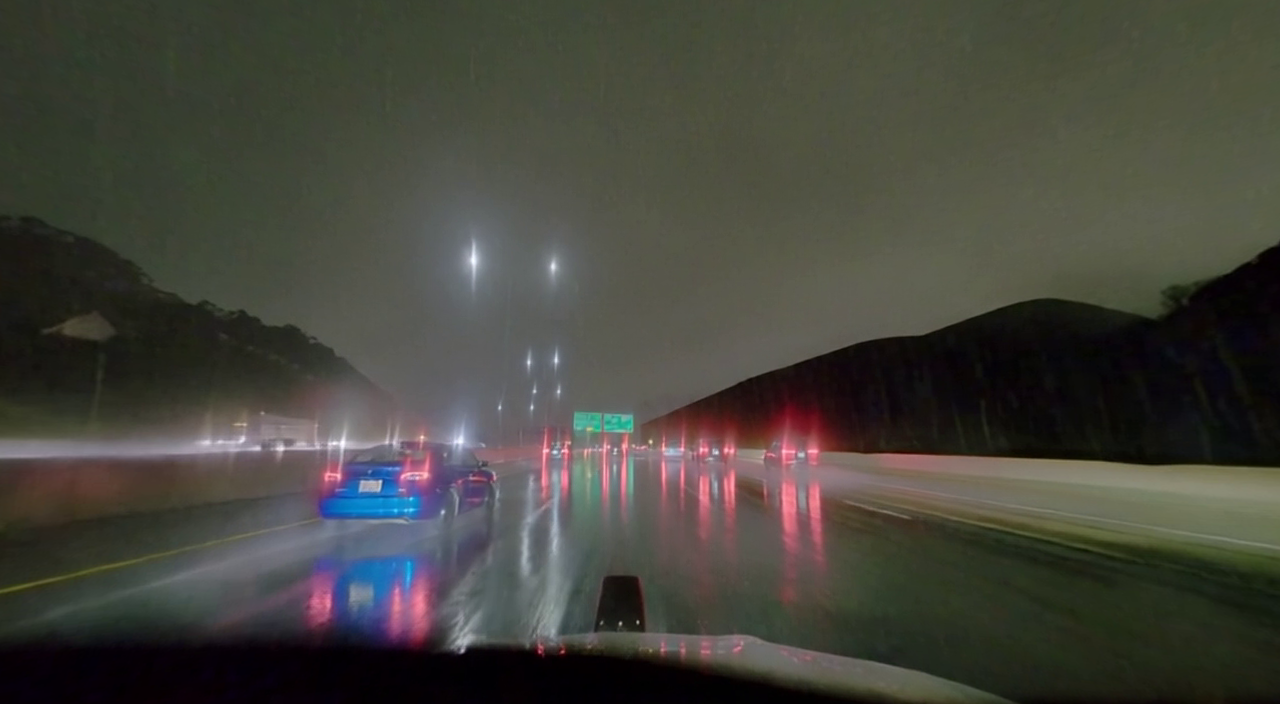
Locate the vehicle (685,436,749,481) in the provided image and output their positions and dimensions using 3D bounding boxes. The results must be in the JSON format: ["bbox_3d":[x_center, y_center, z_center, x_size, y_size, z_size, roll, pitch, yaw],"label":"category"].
[{"bbox_3d":[3.370,4.757,28.462,2.222,1.820,4.733,0,-9,-1],"label":"vehicle"}]

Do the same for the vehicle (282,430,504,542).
[{"bbox_3d":[-3.840,2.157,10.776,1.993,1.500,4.248,0,-9,1],"label":"vehicle"}]

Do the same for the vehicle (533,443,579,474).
[{"bbox_3d":[-4.226,5.442,32.253,1.796,1.464,3.839,0,-9,0],"label":"vehicle"}]

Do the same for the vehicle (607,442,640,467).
[{"bbox_3d":[-1.101,6.944,42.885,2.147,1.572,4.094,0,-9,-1],"label":"vehicle"}]
